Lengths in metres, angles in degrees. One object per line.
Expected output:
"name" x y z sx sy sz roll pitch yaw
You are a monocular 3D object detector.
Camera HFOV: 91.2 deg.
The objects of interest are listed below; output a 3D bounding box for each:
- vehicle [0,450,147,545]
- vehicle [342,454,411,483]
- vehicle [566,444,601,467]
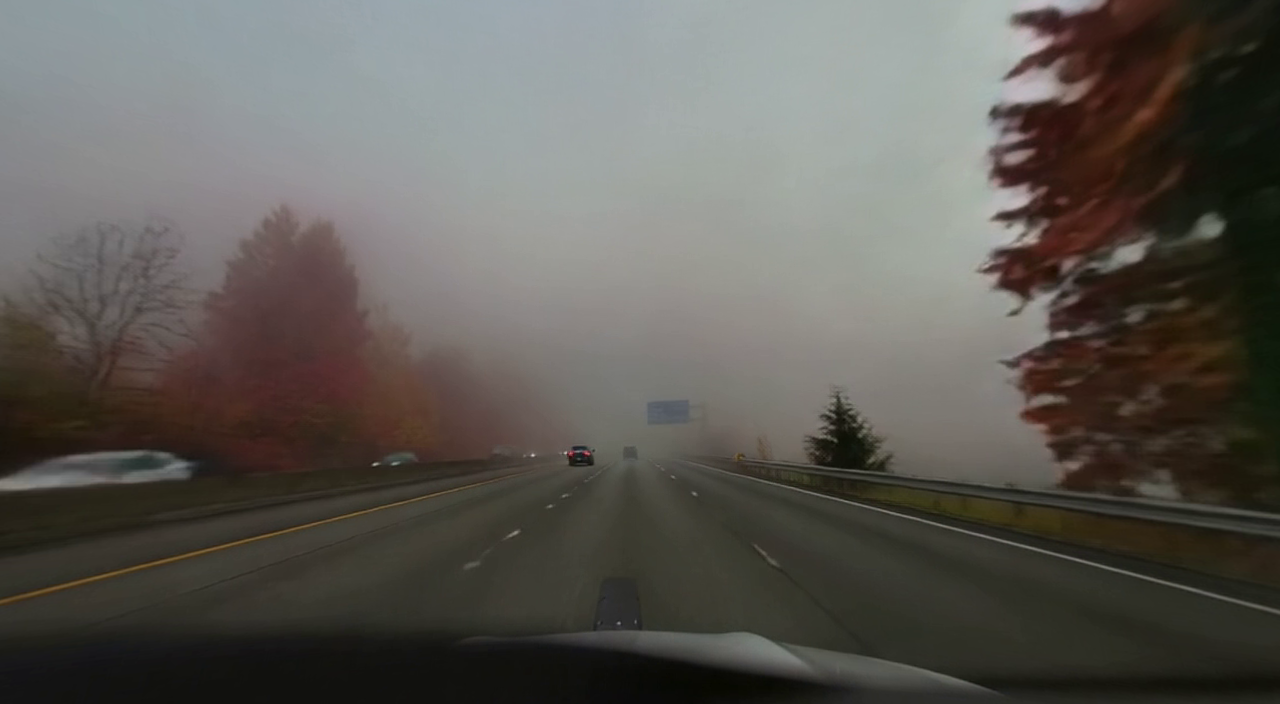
"vehicle" -11.229 2.488 10.969 1.859 1.504 4.035 0 -9 0
"vehicle" -14.890 6.562 35.657 1.882 1.484 4.531 -1 -9 1
"vehicle" -4.071 7.590 45.986 2.153 1.577 4.707 0 -9 0
